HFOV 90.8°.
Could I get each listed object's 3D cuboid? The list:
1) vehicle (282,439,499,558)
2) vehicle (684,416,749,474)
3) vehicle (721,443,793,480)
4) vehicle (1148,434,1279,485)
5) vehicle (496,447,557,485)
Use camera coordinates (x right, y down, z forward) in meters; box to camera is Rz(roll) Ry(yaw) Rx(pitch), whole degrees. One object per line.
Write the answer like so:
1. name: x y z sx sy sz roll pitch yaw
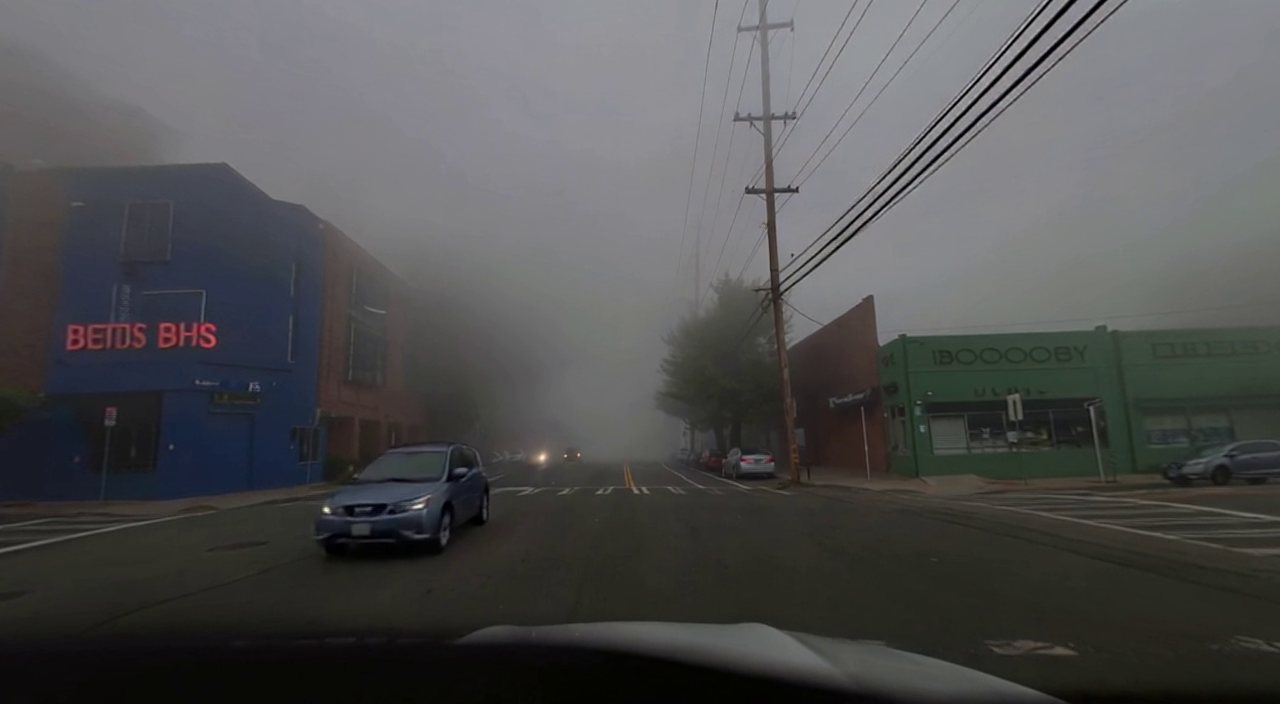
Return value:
1. vehicle: -3.687 2.201 10.269 1.914 1.506 4.125 0 -9 -1
2. vehicle: 4.533 5.749 39.171 2.815 3.203 7.558 0 -9 -2
3. vehicle: 5.540 5.214 30.466 1.963 1.646 4.204 2 -9 -11
4. vehicle: 18.591 3.262 19.307 4.368 1.479 1.985 0 -9 1
5. vehicle: -4.787 4.855 27.258 2.050 1.505 4.219 0 -9 -2
